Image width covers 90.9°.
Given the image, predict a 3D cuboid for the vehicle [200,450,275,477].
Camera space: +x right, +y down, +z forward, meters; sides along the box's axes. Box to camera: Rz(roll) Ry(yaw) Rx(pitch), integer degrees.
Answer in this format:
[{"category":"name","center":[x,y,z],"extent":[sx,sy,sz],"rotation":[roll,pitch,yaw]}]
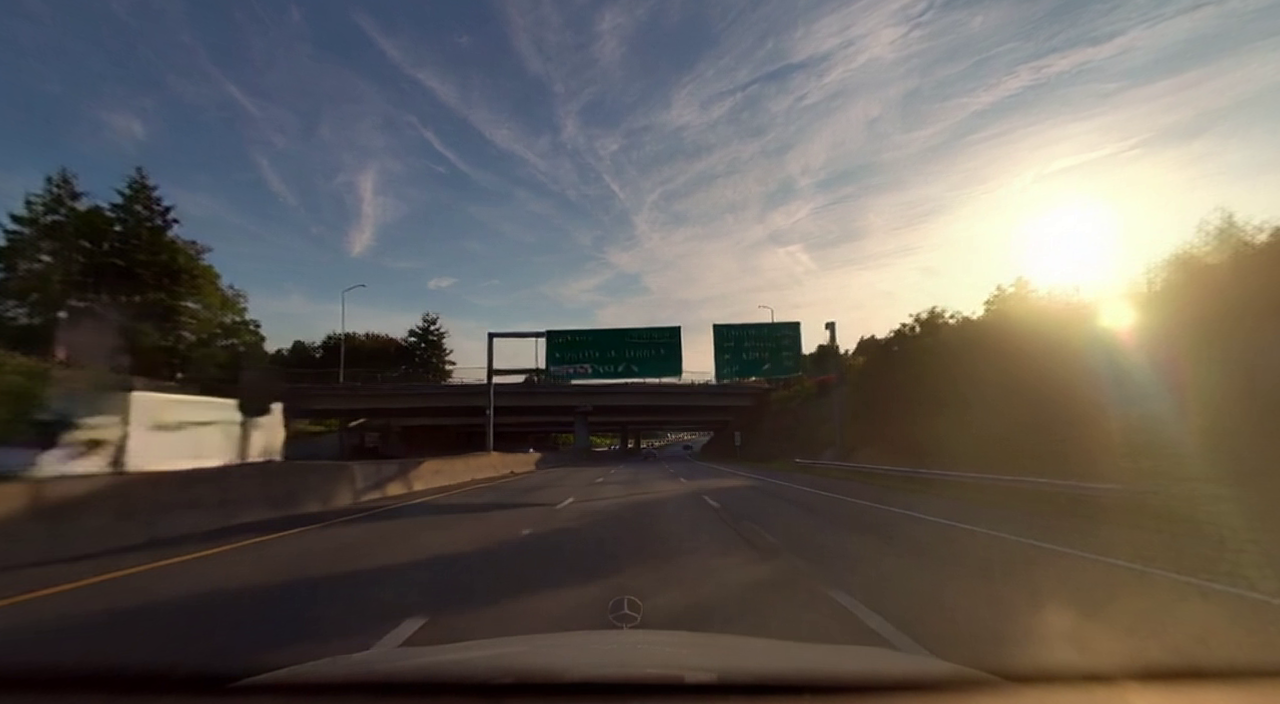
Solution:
[{"category":"vehicle","center":[-25.726,7.134,40.461],"extent":[1.909,1.600,4.553],"rotation":[0,-9,-2]}]
